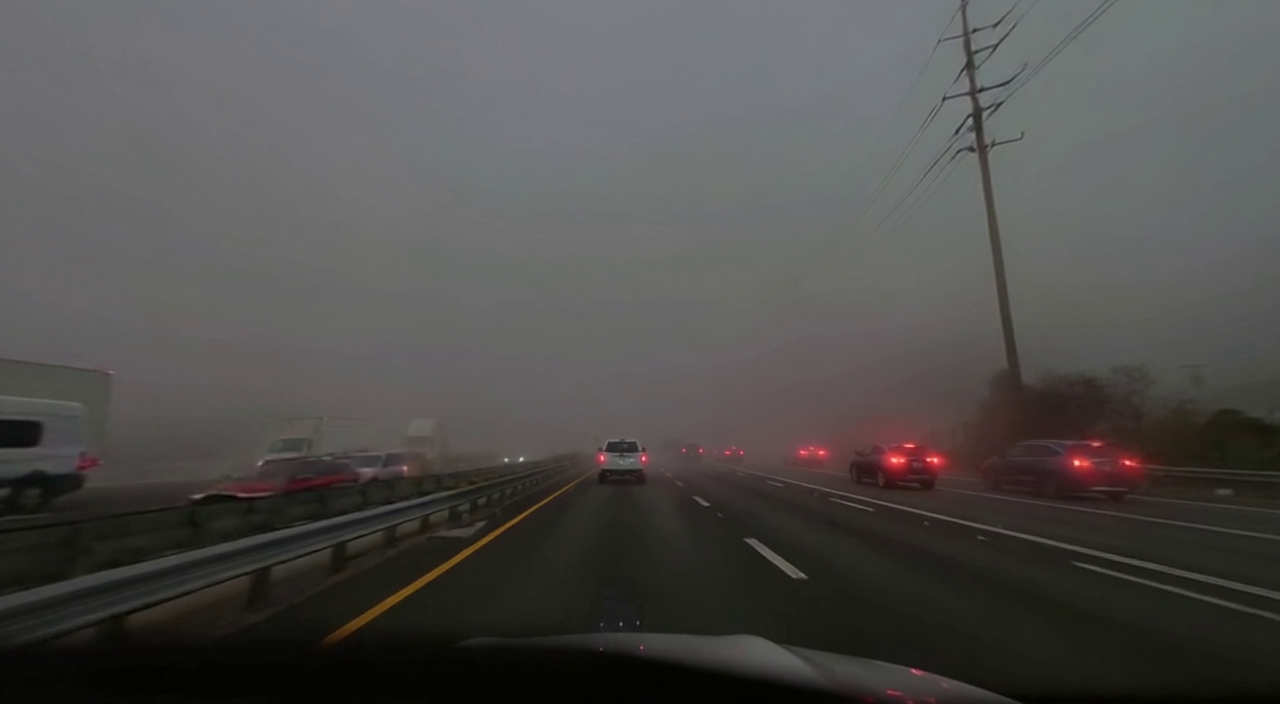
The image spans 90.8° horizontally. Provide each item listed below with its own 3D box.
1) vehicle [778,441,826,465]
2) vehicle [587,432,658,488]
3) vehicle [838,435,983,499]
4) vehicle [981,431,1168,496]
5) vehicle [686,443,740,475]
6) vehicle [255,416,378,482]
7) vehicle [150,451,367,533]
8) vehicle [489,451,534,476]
[{"bbox_3d":[10.692,6.679,41.982,1.901,1.485,4.483,0,-9,-2],"label":"vehicle"},{"bbox_3d":[-0.581,3.854,22.854,2.298,1.809,4.359,0,-8,0],"label":"vehicle"},{"bbox_3d":[7.030,3.017,16.997,1.958,1.473,4.201,0,-9,-1],"label":"vehicle"},{"bbox_3d":[11.256,2.902,16.819,1.944,1.505,4.138,0,-9,-2],"label":"vehicle"},{"bbox_3d":[3.573,5.311,31.697,1.934,1.461,4.368,0,-9,-4],"label":"vehicle"},{"bbox_3d":[-22.736,6.941,45.470,2.958,4.081,11.148,0,-9,0],"label":"vehicle"},{"bbox_3d":[-8.181,2.994,14.190,2.086,1.477,4.438,0,-9,0],"label":"vehicle"},{"bbox_3d":[-8.169,7.125,40.539,1.897,1.470,4.474,0,-9,0],"label":"vehicle"}]
